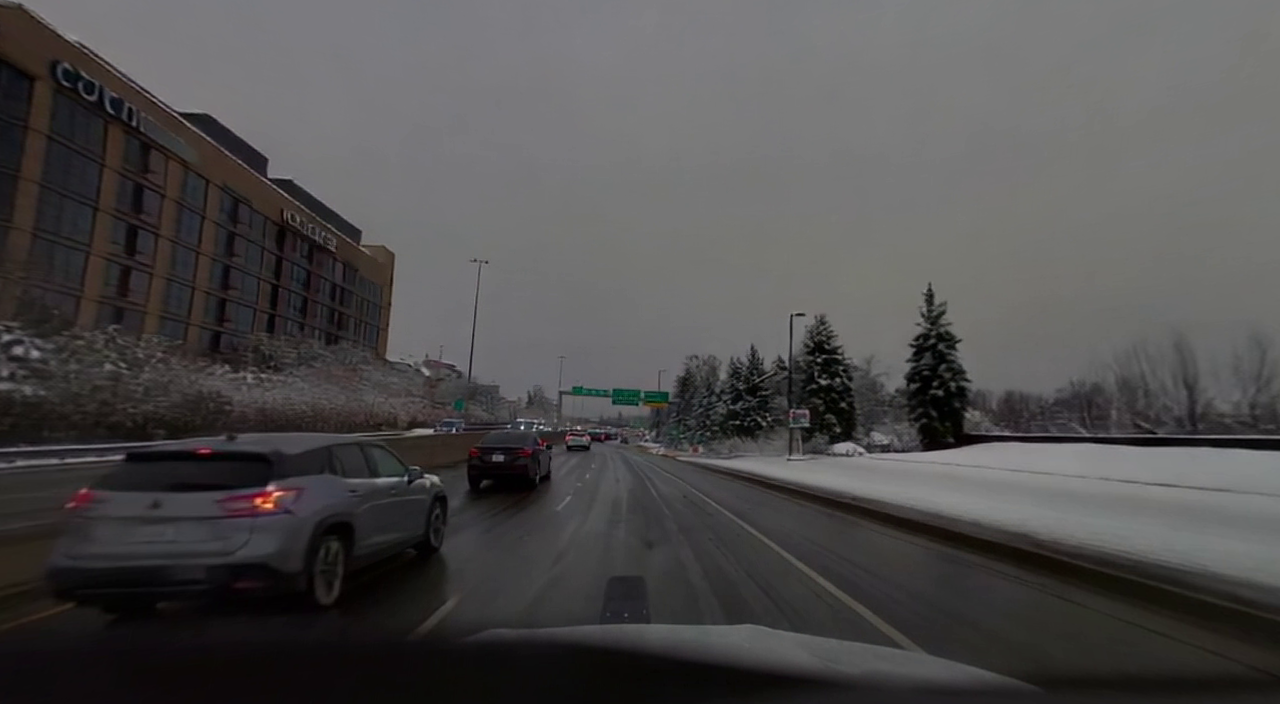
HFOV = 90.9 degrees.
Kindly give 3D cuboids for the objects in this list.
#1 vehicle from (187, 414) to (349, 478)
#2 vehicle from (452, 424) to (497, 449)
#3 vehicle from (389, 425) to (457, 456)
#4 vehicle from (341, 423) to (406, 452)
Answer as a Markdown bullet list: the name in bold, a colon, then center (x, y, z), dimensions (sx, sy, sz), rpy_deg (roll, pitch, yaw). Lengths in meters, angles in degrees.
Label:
- **vehicle**: center (-10.921, 2.834, 19.025), dimensions (2.078, 1.664, 4.595), rpy_deg (0, -8, 0)
- **vehicle**: center (-11.426, 5.899, 43.799), dimensions (2.033, 1.662, 4.394), rpy_deg (0, -8, -1)
- **vehicle**: center (-11.293, 4.670, 33.160), dimensions (1.953, 1.520, 4.549), rpy_deg (0, -8, 0)
- **vehicle**: center (-15.208, 4.935, 36.171), dimensions (1.906, 1.506, 4.269), rpy_deg (0, -8, -1)
